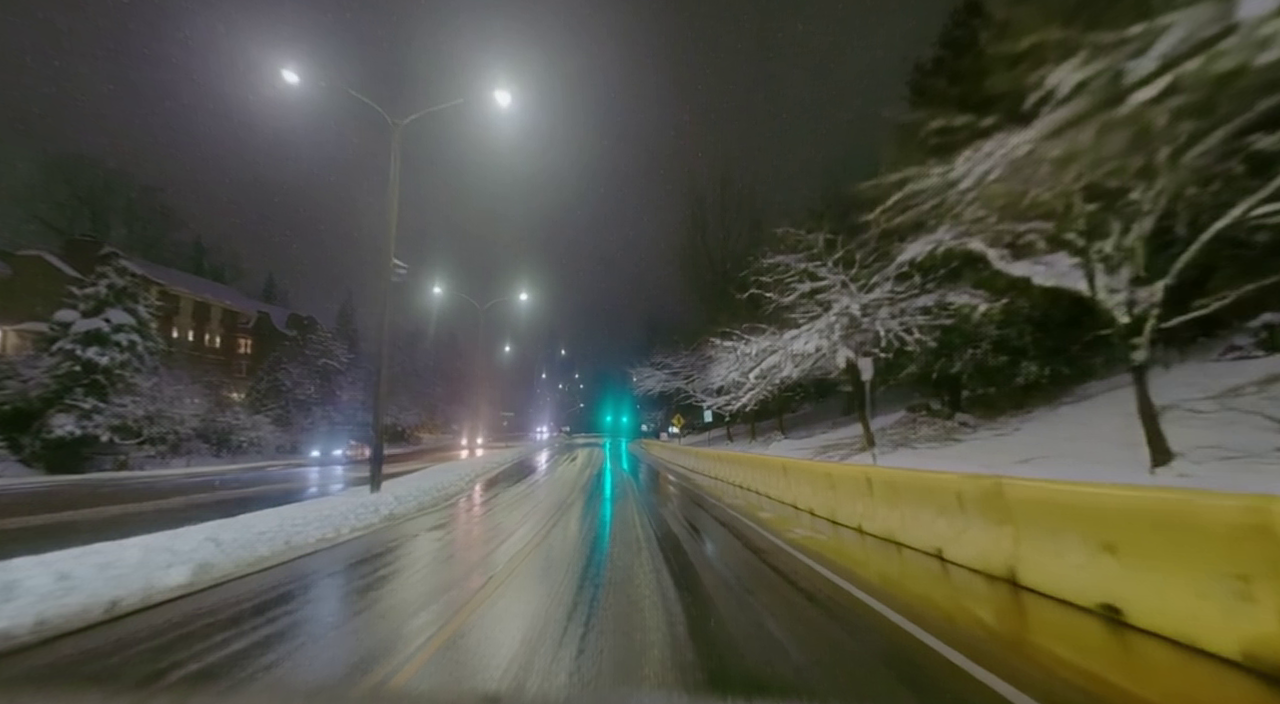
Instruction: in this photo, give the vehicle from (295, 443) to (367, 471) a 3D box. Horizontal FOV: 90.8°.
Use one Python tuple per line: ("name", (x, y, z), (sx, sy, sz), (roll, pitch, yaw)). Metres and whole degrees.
("vehicle", (-17.988, 6.117, 37.050), (1.892, 1.521, 4.641), (0, -9, -1))
